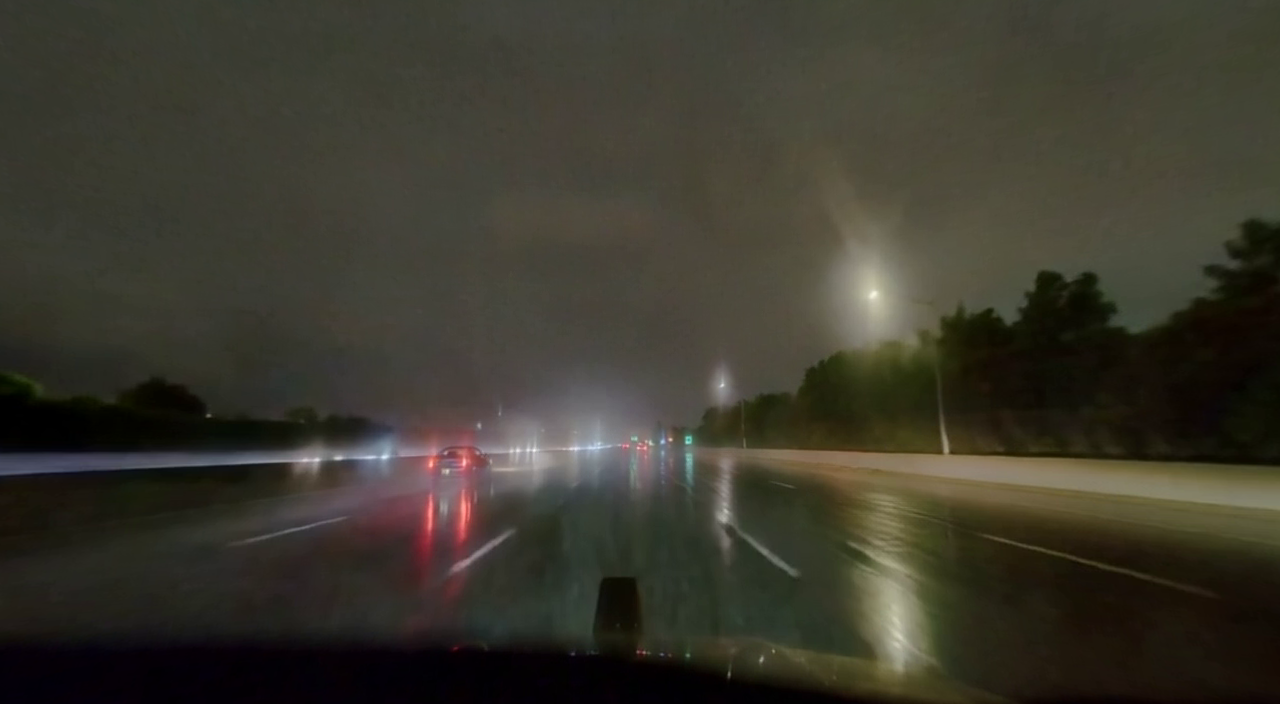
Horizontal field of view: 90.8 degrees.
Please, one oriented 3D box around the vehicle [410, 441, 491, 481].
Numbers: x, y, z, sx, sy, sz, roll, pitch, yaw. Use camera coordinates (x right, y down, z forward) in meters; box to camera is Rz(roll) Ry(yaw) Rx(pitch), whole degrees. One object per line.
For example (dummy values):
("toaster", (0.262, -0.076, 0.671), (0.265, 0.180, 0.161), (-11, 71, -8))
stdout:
("vehicle", (-8.131, 4.695, 27.589), (2.005, 1.545, 4.874), (0, -8, 0))
